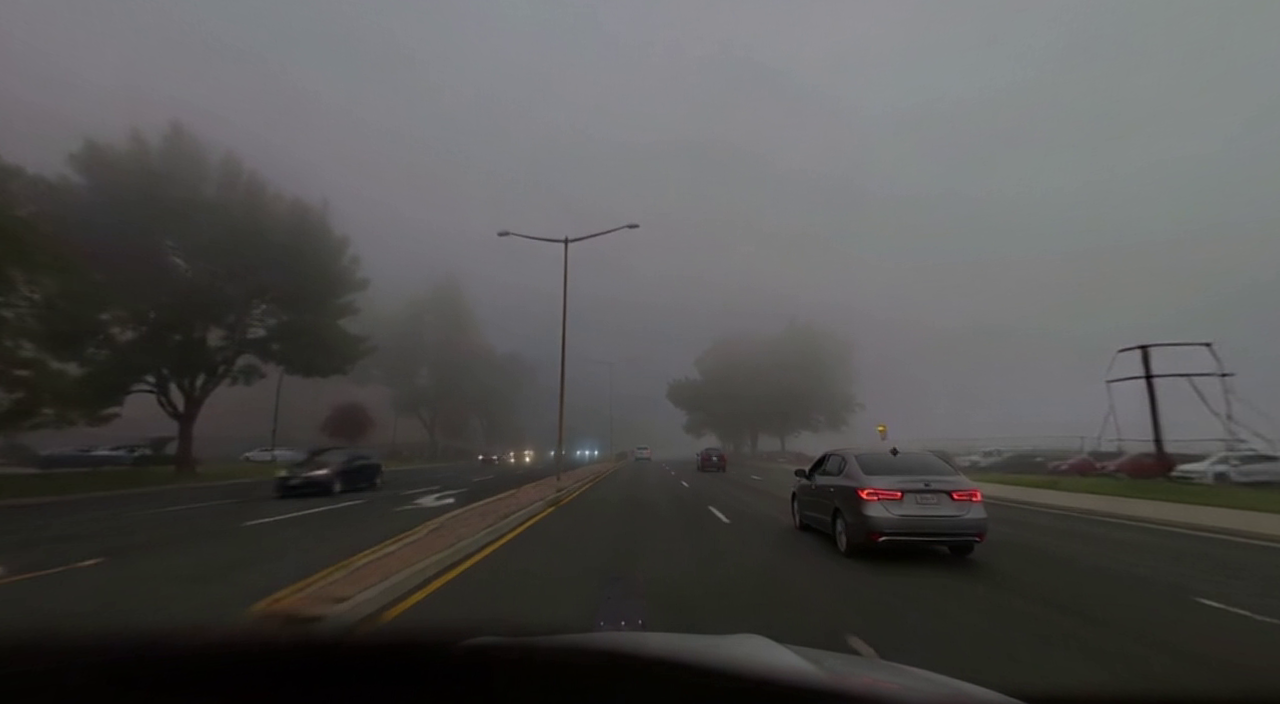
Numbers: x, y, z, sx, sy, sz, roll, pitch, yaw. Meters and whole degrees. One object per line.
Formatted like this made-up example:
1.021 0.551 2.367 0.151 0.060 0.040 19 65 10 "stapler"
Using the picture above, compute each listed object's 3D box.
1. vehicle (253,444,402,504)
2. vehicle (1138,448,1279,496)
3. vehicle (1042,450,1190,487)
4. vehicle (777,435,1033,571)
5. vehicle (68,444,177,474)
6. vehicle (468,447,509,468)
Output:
-8.581 3.357 17.781 1.946 1.464 4.376 0 -9 0 "vehicle"
19.231 3.876 20.541 4.127 1.462 1.861 -1 -9 4 "vehicle"
19.818 4.865 26.281 4.504 1.448 2.027 0 -9 0 "vehicle"
3.455 2.032 9.297 1.935 1.501 4.384 0 -9 1 "vehicle"
-29.546 6.109 35.944 4.409 1.676 1.917 0 -9 -3 "vehicle"
-11.766 8.234 49.100 1.983 1.567 4.557 0 -9 1 "vehicle"
